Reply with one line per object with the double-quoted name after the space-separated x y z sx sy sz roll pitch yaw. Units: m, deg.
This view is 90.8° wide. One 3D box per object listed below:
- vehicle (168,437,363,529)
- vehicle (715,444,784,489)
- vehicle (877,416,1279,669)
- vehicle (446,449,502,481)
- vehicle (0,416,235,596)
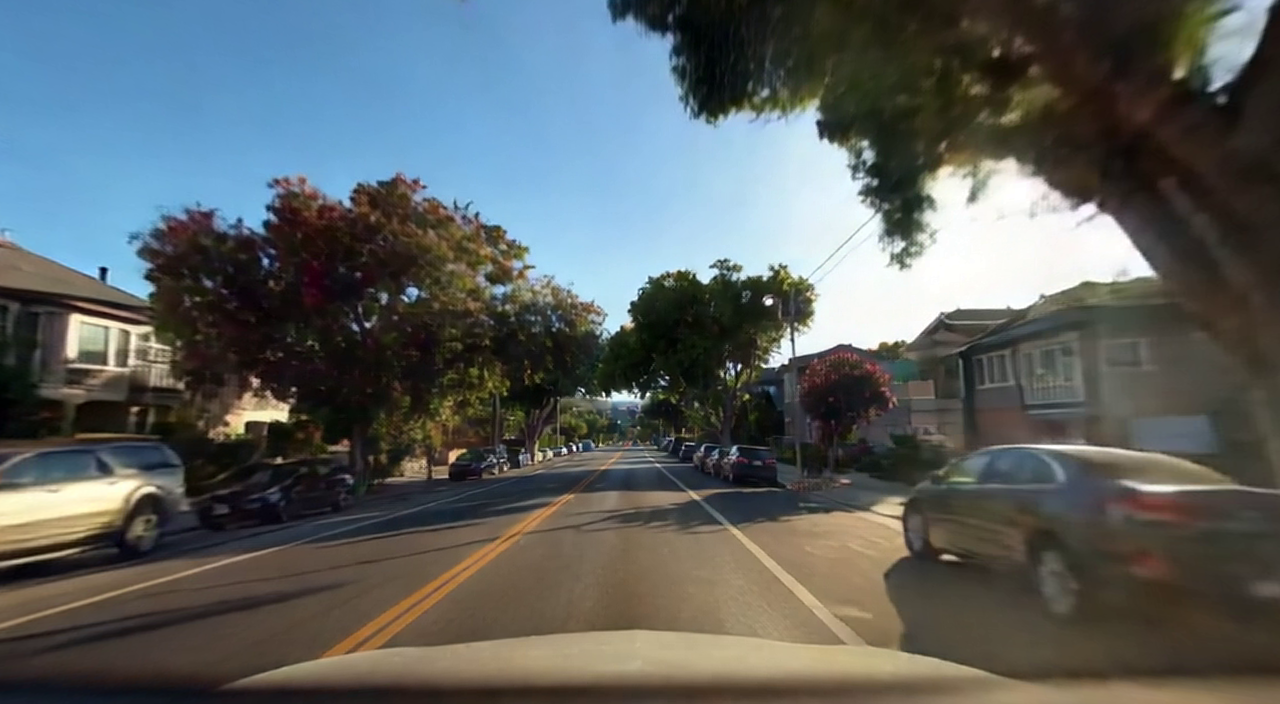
-8.144 2.904 14.359 1.932 1.708 4.460 0 -10 -4 "vehicle"
4.070 4.314 24.100 1.845 1.556 3.929 0 -9 -1 "vehicle"
4.376 1.607 6.475 2.034 1.674 4.271 1 -9 -3 "vehicle"
-8.252 5.650 31.789 1.852 1.482 3.916 -1 -9 -1 "vehicle"
-7.844 1.847 7.963 2.283 1.853 4.903 -1 -9 -1 "vehicle"
